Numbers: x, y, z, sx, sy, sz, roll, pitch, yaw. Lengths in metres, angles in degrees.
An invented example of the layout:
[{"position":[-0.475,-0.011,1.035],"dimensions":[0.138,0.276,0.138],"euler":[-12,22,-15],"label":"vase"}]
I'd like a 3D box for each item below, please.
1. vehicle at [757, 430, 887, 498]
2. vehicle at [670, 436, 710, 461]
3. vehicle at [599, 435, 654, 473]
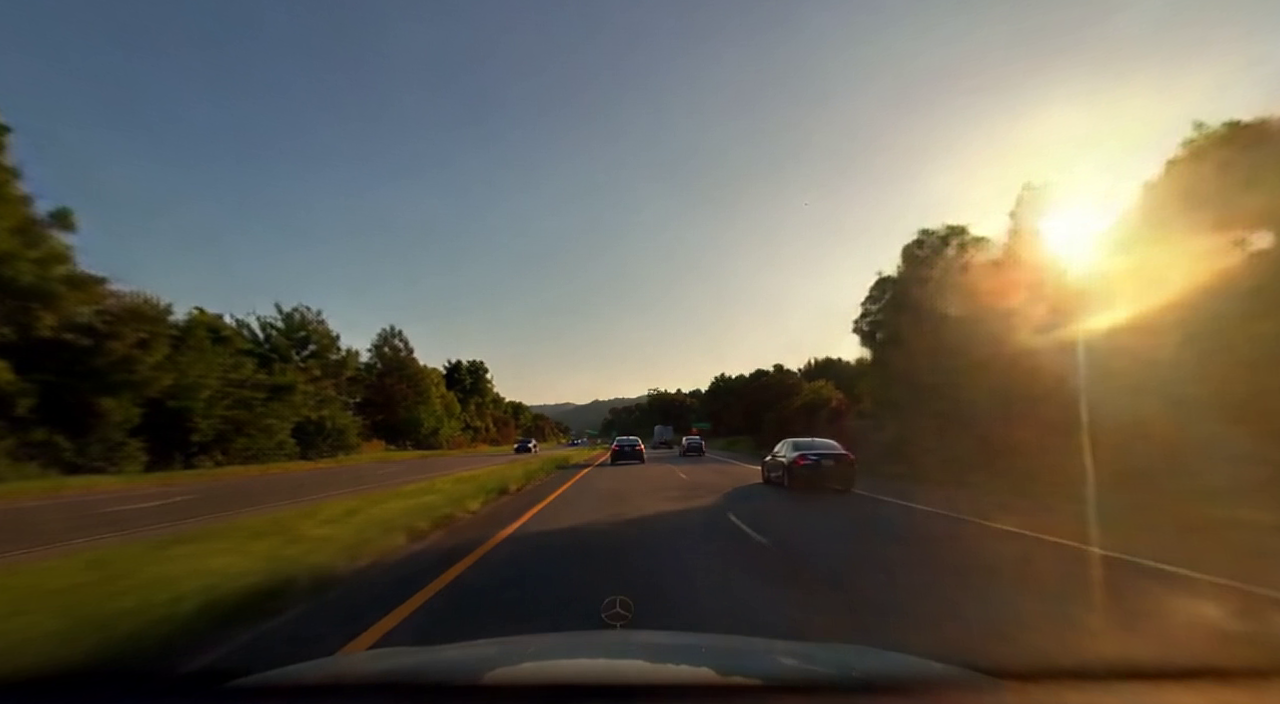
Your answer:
[{"position":[4.531,2.822,16.439],"dimensions":[2.066,1.526,4.216],"euler":[0,-8,-1],"label":"vehicle"},{"position":[3.097,6.060,39.916],"dimensions":[2.004,1.469,4.472],"euler":[0,-8,-2],"label":"vehicle"},{"position":[-0.575,4.223,26.520],"dimensions":[2.143,1.466,3.693],"euler":[0,-8,-1],"label":"vehicle"}]
